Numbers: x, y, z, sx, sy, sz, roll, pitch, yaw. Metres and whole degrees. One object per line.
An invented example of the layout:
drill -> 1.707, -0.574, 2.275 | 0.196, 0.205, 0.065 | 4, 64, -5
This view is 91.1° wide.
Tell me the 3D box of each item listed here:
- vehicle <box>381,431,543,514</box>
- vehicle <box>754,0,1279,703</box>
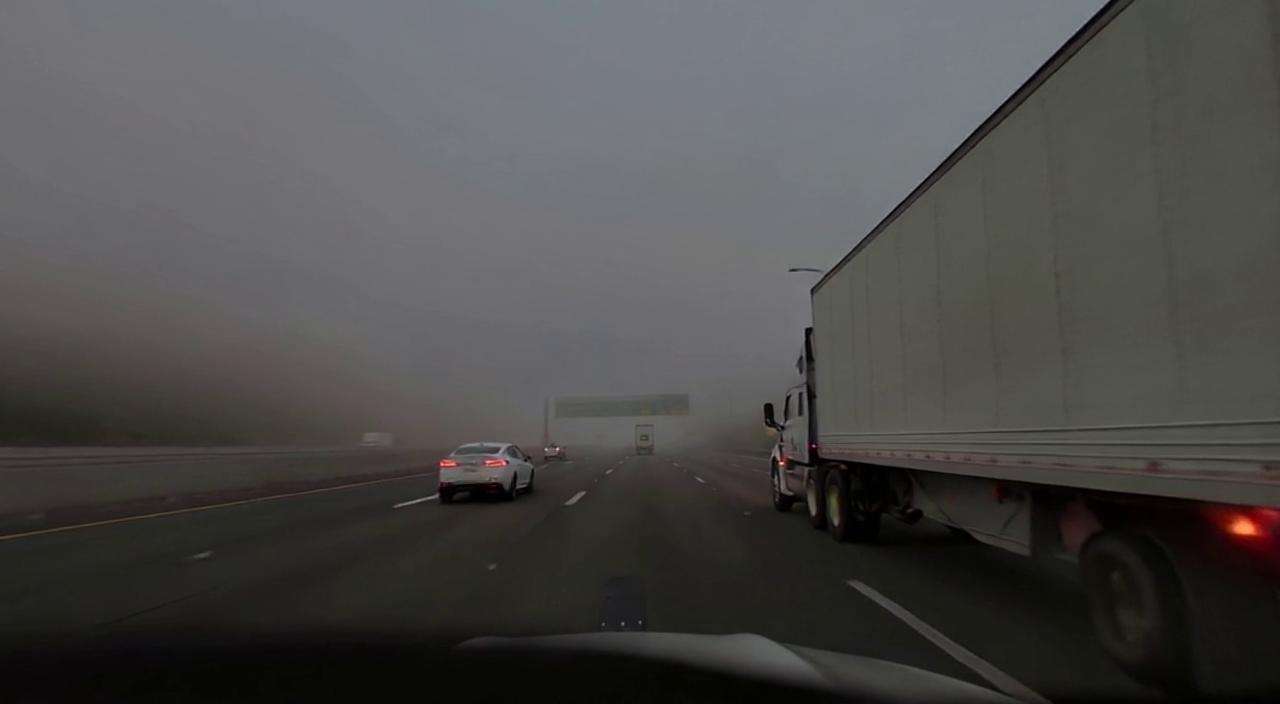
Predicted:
vehicle -> -3.697, 2.617, 14.211 | 2.143, 1.529, 4.918 | 0, -8, 1
vehicle -> 3.754, 0.601, 6.670 | 3.049, 3.395, 10.595 | 0, -9, 0
